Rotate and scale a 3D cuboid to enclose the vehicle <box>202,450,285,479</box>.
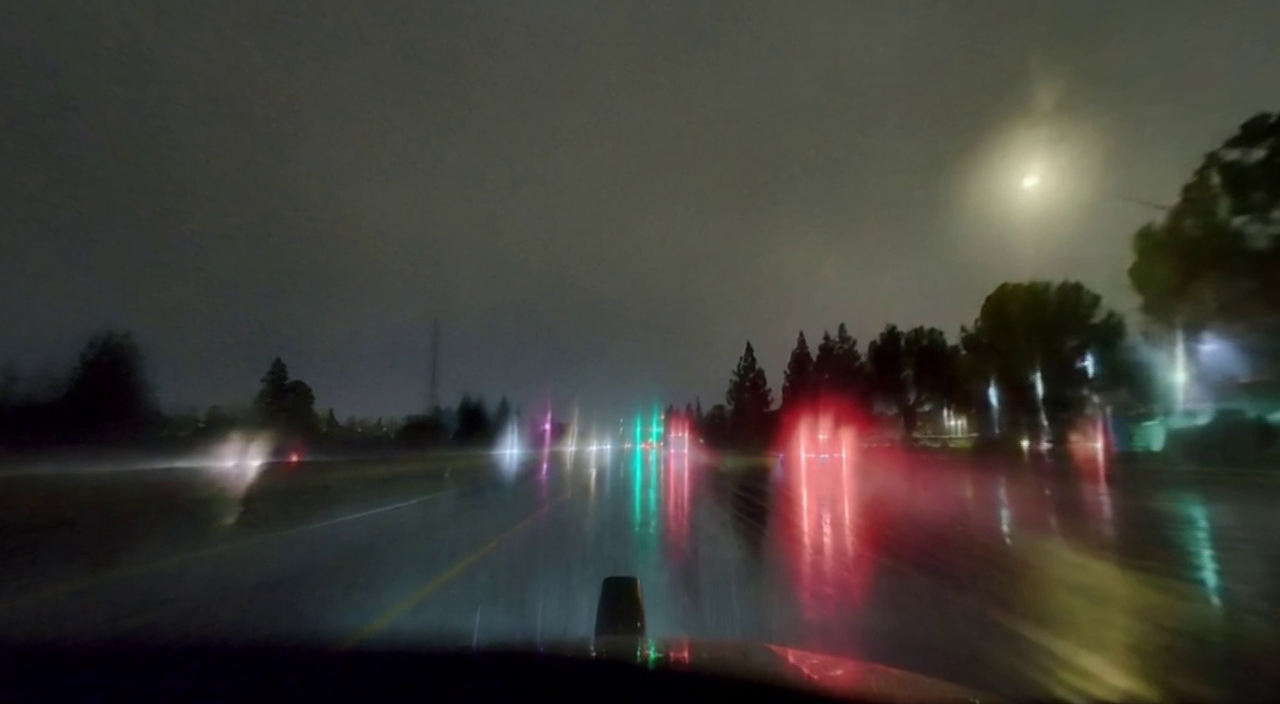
[{"bbox_3d":[-24.064,6.808,38.431,1.981,1.604,4.605,0,-9,1],"label":"vehicle"}]

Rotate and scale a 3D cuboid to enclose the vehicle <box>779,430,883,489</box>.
[{"bbox_3d":[6.338,3.635,21.540,2.096,1.767,4.601,0,-9,0],"label":"vehicle"}]
